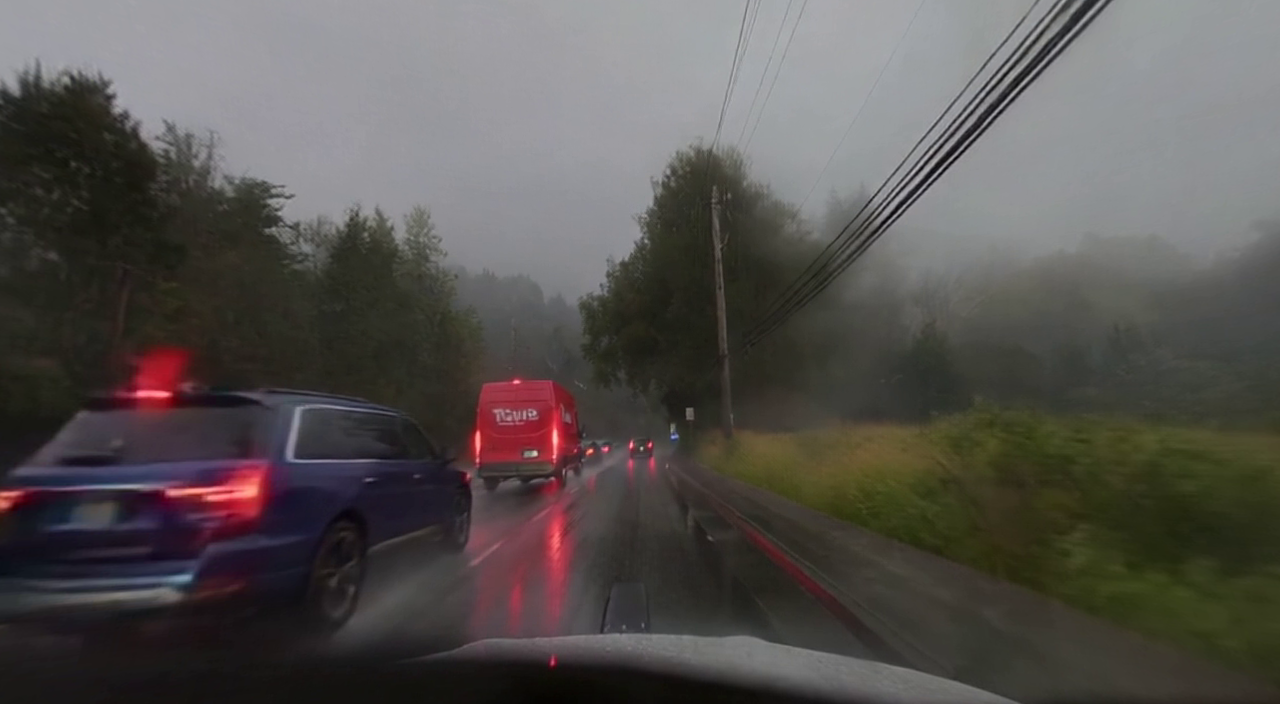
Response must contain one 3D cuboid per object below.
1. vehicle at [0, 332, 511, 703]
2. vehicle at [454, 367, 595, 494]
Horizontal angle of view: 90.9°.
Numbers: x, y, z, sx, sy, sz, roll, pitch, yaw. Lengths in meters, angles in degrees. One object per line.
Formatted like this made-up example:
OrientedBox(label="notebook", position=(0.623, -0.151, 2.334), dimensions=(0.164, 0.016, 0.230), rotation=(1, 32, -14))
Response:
OrientedBox(label="vehicle", position=(-2.855, 1.215, 5.447), dimensions=(2.187, 1.821, 5.501), rotation=(-1, -8, 2))
OrientedBox(label="vehicle", position=(-3.245, 2.630, 20.559), dimensions=(2.818, 3.181, 9.114), rotation=(0, -8, 0))
